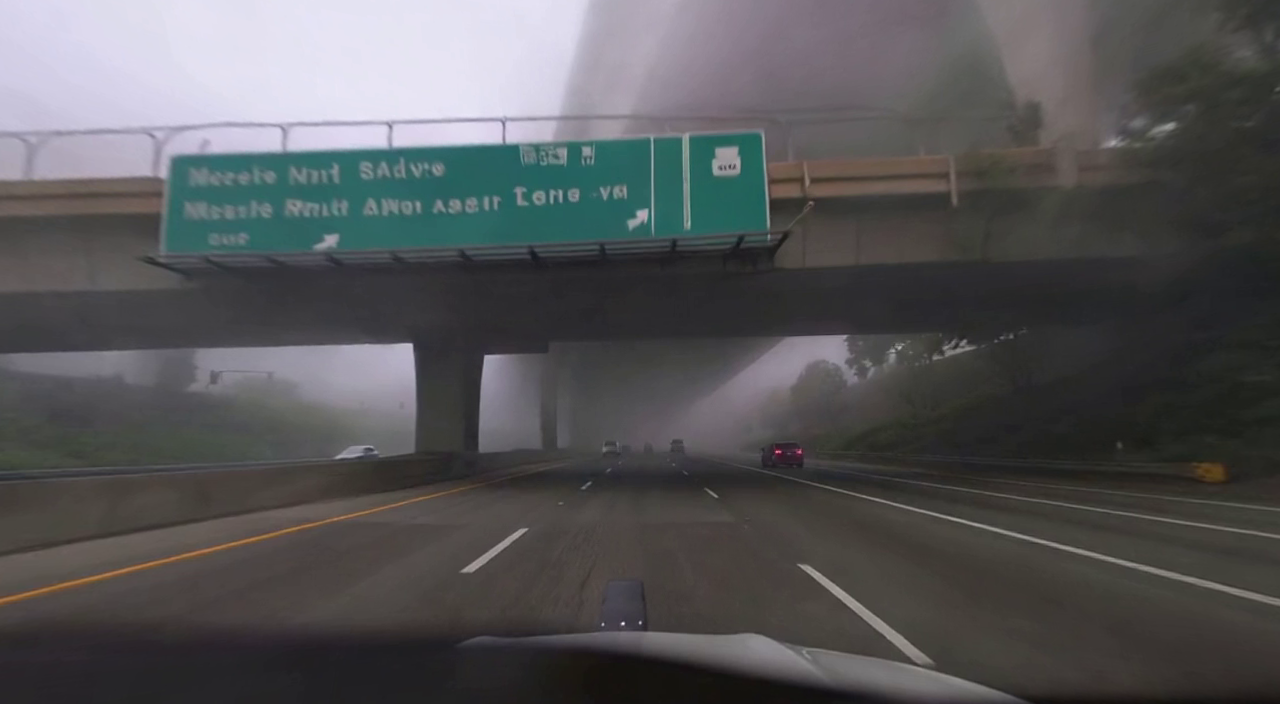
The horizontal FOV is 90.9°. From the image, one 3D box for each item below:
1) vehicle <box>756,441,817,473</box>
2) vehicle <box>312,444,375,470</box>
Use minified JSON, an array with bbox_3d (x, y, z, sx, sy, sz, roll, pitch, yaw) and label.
[{"bbox_3d":[7.225,5.211,31.595,1.914,1.465,4.574,0,-8,-1],"label":"vehicle"},{"bbox_3d":[-21.644,7.683,46.341,1.956,1.751,5.372,0,-8,1],"label":"vehicle"}]
